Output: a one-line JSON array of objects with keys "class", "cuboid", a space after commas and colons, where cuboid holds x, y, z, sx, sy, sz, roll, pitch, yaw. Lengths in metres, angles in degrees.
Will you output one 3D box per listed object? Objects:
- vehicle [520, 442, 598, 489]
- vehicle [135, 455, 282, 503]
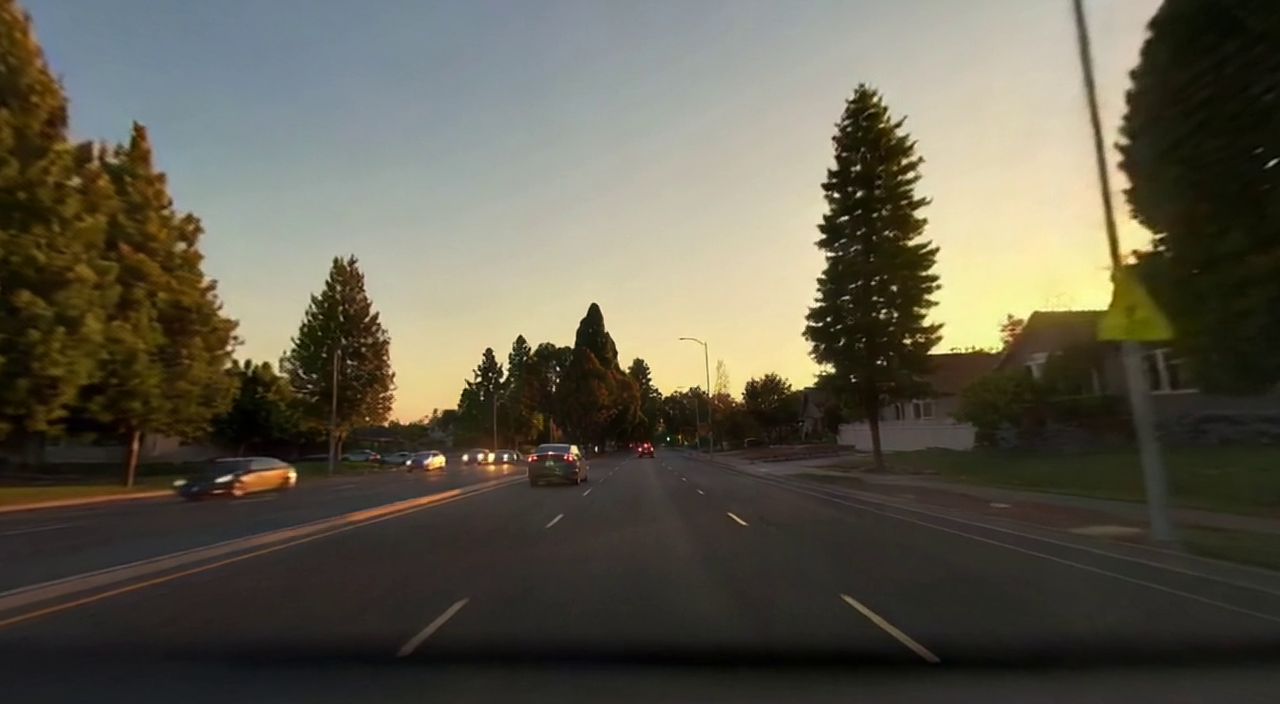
[{"class": "vehicle", "cuboid": [-2.803, 4.058, 22.902, 2.106, 1.517, 4.375, -1, -9, 2]}, {"class": "vehicle", "cuboid": [-15.433, 4.526, 22.888, 1.948, 1.492, 4.536, -1, -9, 3]}]
